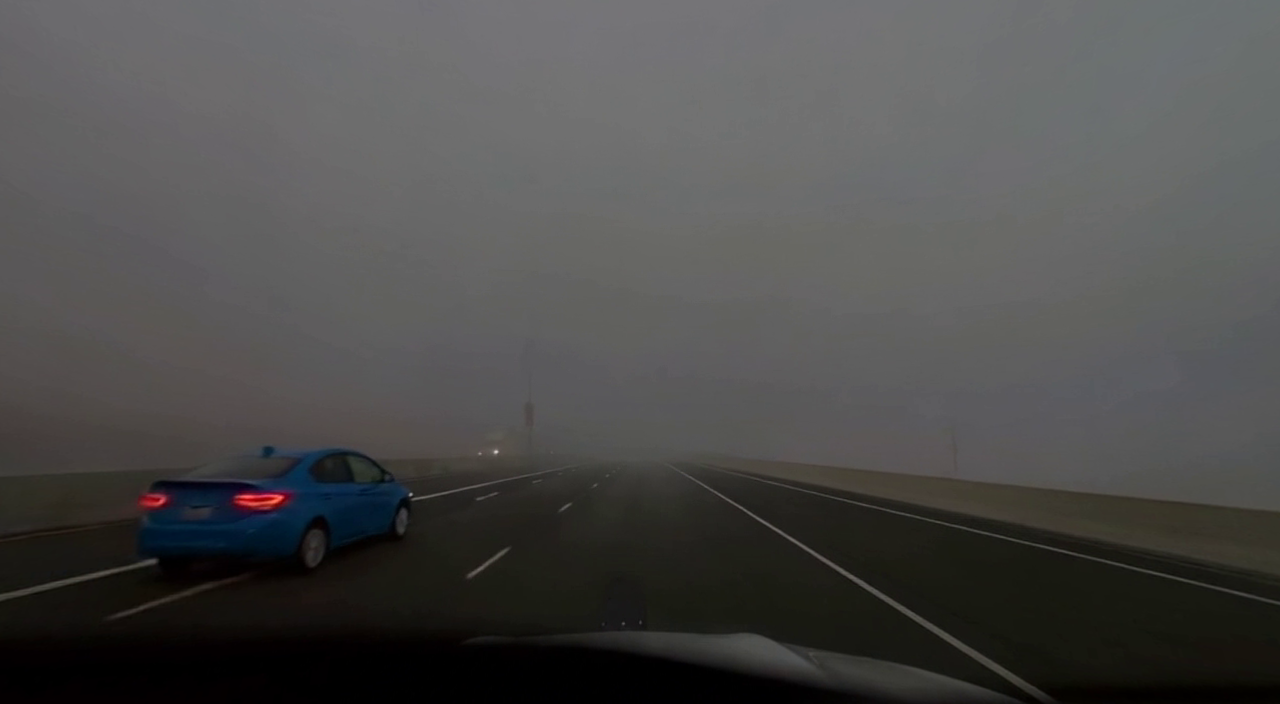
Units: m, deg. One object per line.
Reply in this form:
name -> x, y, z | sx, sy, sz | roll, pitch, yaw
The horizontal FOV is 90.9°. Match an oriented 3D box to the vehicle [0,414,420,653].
vehicle -> -4.221, 1.550, 6.502 | 2.160, 1.552, 4.592 | 0, -9, 1
